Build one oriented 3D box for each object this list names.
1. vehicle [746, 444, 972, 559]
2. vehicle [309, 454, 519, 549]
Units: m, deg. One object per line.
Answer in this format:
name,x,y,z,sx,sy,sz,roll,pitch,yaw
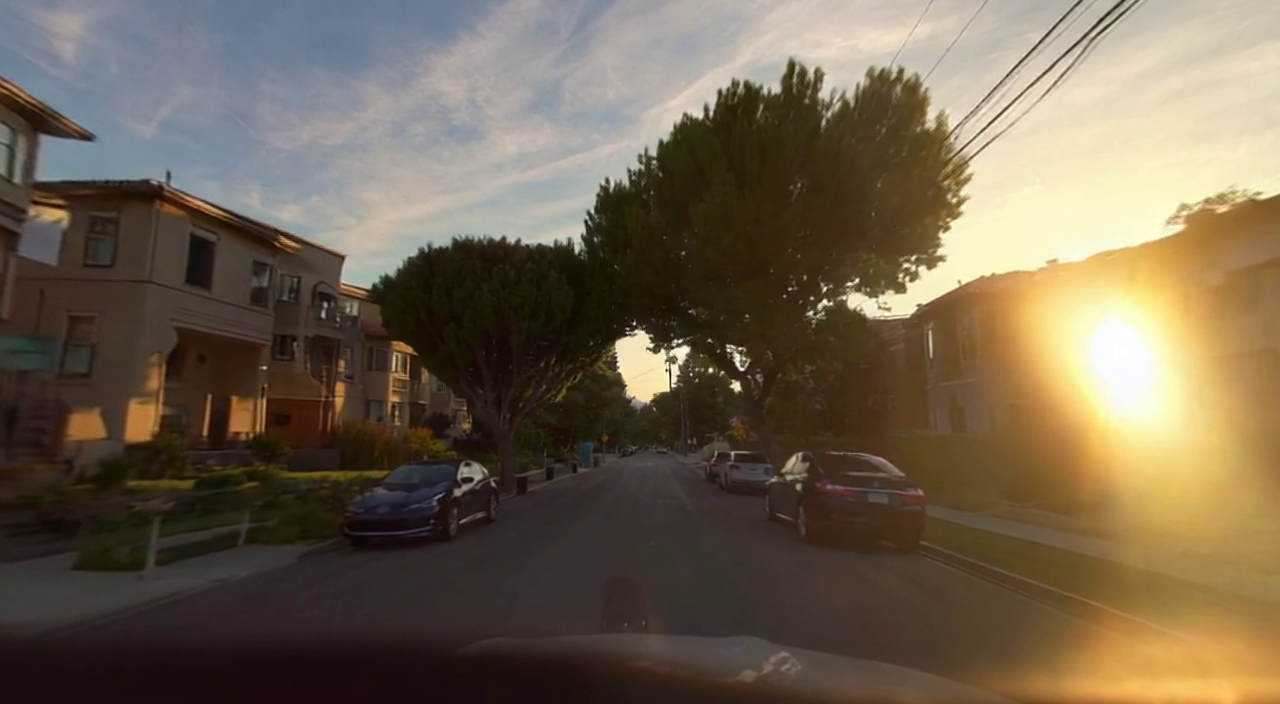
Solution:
vehicle,3.288,2.360,10.864,2.000,1.456,5.251,0,-9,0
vehicle,-3.681,2.497,11.211,1.995,1.330,4.080,-1,-9,4
